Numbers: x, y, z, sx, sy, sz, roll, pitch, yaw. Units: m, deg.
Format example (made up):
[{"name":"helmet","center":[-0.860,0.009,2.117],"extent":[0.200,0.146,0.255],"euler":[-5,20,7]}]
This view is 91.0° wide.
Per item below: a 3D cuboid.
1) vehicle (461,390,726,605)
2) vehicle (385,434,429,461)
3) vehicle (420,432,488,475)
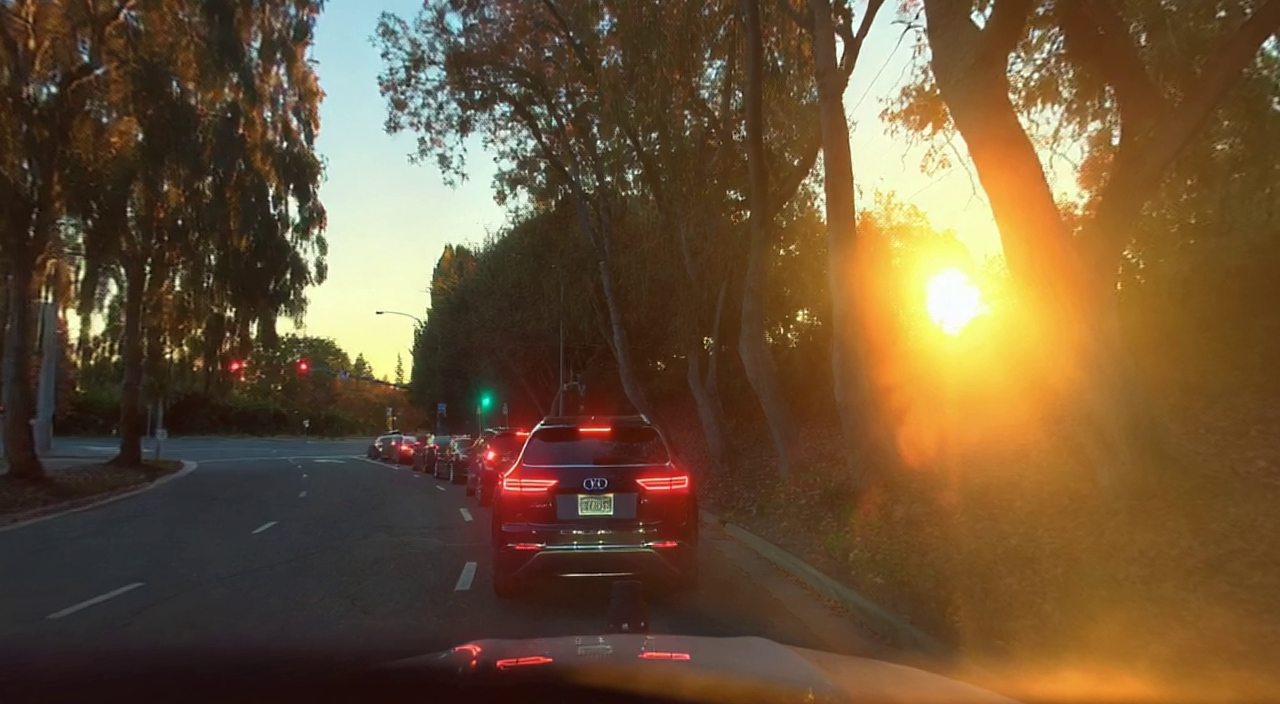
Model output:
[{"name":"vehicle","center":[-0.681,1.453,7.195],"extent":[2.134,1.671,4.147],"euler":[1,-8,-10]},{"name":"vehicle","center":[-13.738,5.588,36.902],"extent":[1.863,1.488,4.426],"euler":[4,-9,-26]},{"name":"vehicle","center":[-7.296,3.921,24.492],"extent":[1.902,1.536,3.662],"euler":[4,-9,-25]}]
